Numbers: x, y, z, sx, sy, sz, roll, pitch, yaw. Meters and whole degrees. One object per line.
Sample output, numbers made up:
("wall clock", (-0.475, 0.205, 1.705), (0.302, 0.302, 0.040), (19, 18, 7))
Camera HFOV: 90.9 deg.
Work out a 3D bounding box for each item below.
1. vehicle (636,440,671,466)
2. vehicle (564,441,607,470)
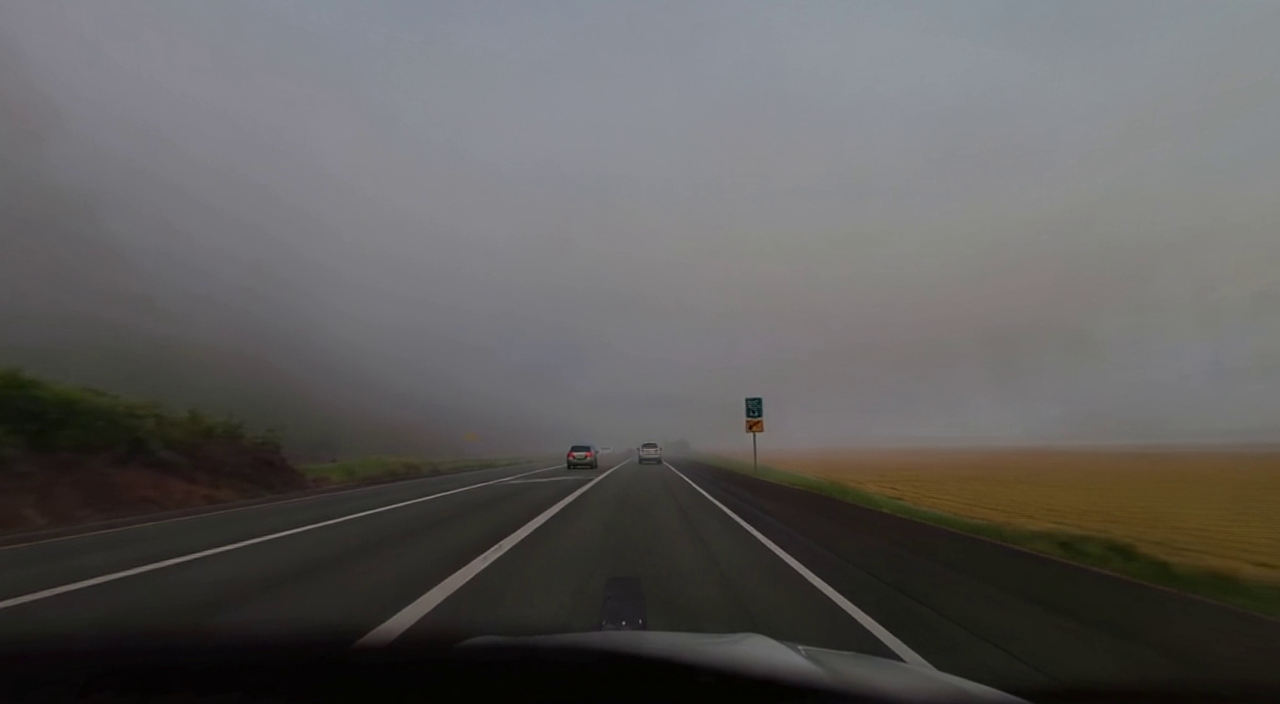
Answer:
("vehicle", (0.929, 6.950, 43.584), (2.259, 1.697, 4.106), (0, -8, 1))
("vehicle", (-3.180, 6.162, 37.724), (2.028, 1.634, 4.441), (0, -8, 1))
